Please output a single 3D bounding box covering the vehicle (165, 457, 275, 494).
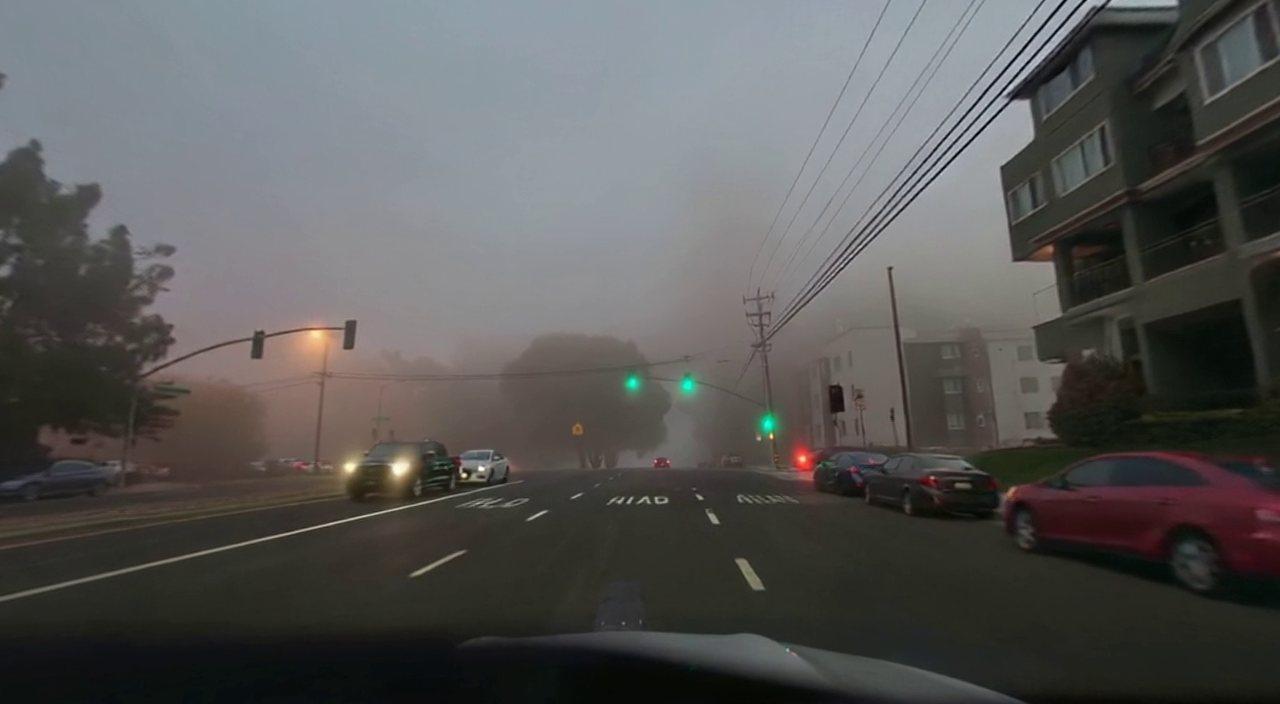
[{"bbox_3d":[-19.298,5.675,29.259,1.895,1.452,4.483,-1,-8,3],"label":"vehicle"}]

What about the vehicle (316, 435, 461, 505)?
[{"bbox_3d":[-7.194,3.399,18.745,2.074,1.794,4.832,-1,-8,3],"label":"vehicle"}]

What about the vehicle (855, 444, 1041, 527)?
[{"bbox_3d":[6.305,2.741,13.653,1.839,1.461,4.645,0,-8,2],"label":"vehicle"}]

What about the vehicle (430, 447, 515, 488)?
[{"bbox_3d":[-6.650,4.594,25.588,1.953,1.471,4.744,-1,-8,3],"label":"vehicle"}]

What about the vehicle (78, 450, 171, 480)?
[{"bbox_3d":[-31.121,6.850,38.136,4.296,1.502,1.823,-5,-11,8],"label":"vehicle"}]

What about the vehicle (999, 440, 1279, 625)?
[{"bbox_3d":[6.212,1.693,6.774,2.121,1.459,4.591,0,-8,2],"label":"vehicle"}]

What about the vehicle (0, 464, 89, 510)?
[{"bbox_3d":[-22.897,4.854,22.767,1.846,1.489,4.409,-1,-8,3],"label":"vehicle"}]
